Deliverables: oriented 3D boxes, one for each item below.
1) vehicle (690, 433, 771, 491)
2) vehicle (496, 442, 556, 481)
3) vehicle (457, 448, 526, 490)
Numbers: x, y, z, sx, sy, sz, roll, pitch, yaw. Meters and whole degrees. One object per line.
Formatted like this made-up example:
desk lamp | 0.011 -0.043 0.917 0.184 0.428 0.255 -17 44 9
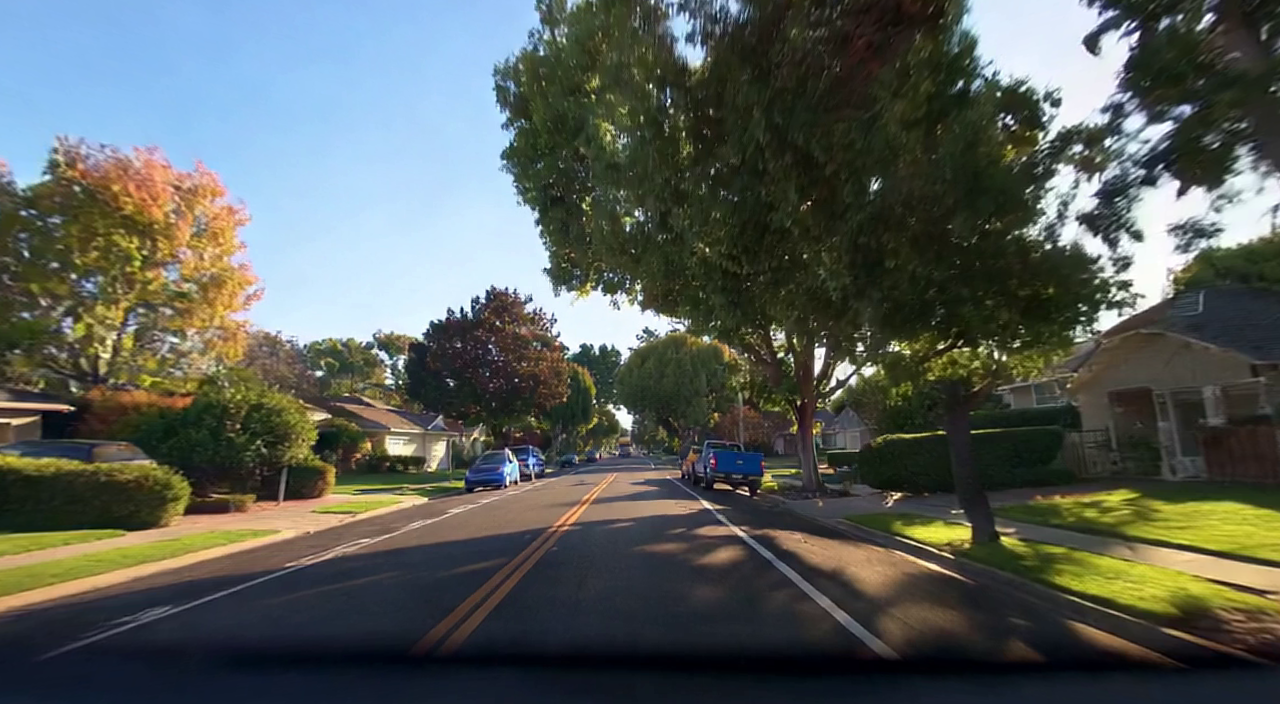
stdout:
vehicle | 3.429 4.329 25.291 2.332 2.044 5.695 0 -9 -1
vehicle | -6.492 6.321 36.791 2.302 2.059 5.758 0 -9 1
vehicle | -6.905 5.473 29.968 2.005 1.785 5.179 0 -9 0
